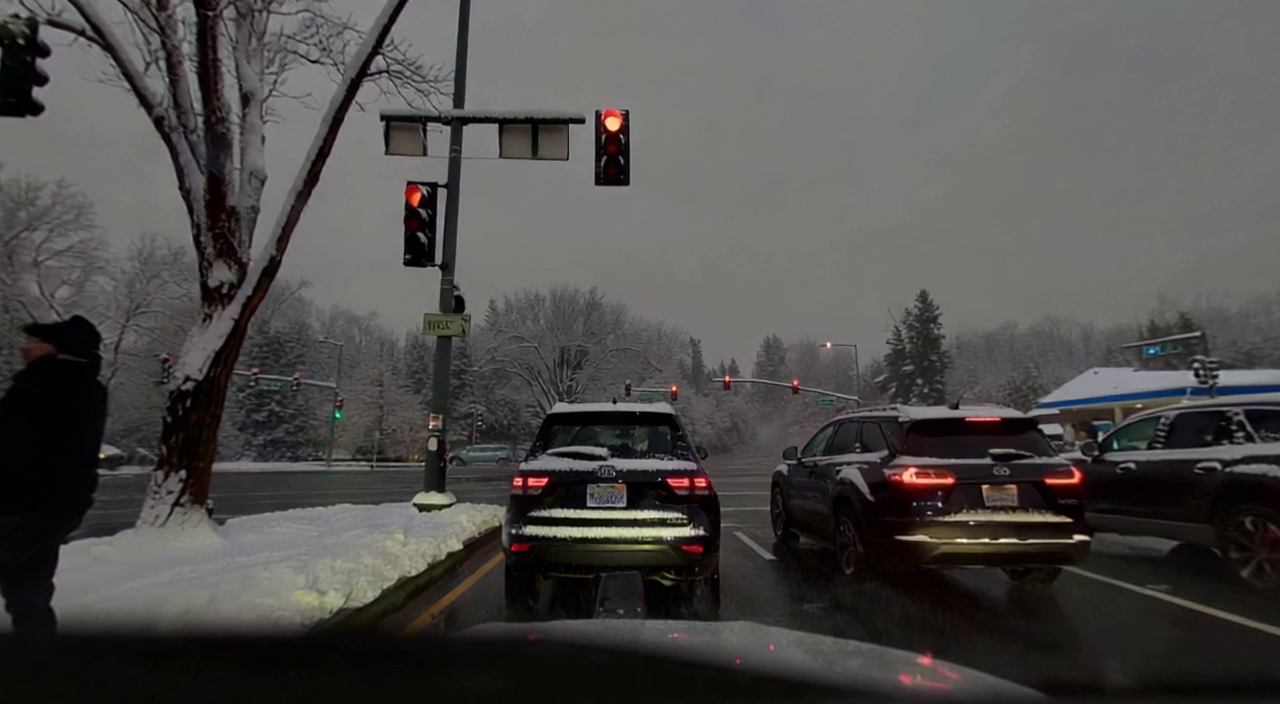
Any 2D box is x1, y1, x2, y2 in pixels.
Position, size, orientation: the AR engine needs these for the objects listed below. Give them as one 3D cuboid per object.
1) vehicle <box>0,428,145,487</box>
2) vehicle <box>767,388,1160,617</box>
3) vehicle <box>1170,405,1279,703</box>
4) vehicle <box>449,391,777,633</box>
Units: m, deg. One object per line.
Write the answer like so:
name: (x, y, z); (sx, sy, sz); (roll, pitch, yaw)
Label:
vehicle: (-28.972, 5.217, 31.436); (6.772, 2.769, 2.305); (-1, -9, 3)
vehicle: (3.001, 1.508, 7.250); (2.060, 1.783, 4.411); (0, -9, -1)
vehicle: (3.098, 0.618, 0.159); (1.965, 1.460, 4.581); (0, -9, 1)
vehicle: (-0.191, 1.498, 6.928); (2.351, 1.733, 4.616); (0, -9, 0)
